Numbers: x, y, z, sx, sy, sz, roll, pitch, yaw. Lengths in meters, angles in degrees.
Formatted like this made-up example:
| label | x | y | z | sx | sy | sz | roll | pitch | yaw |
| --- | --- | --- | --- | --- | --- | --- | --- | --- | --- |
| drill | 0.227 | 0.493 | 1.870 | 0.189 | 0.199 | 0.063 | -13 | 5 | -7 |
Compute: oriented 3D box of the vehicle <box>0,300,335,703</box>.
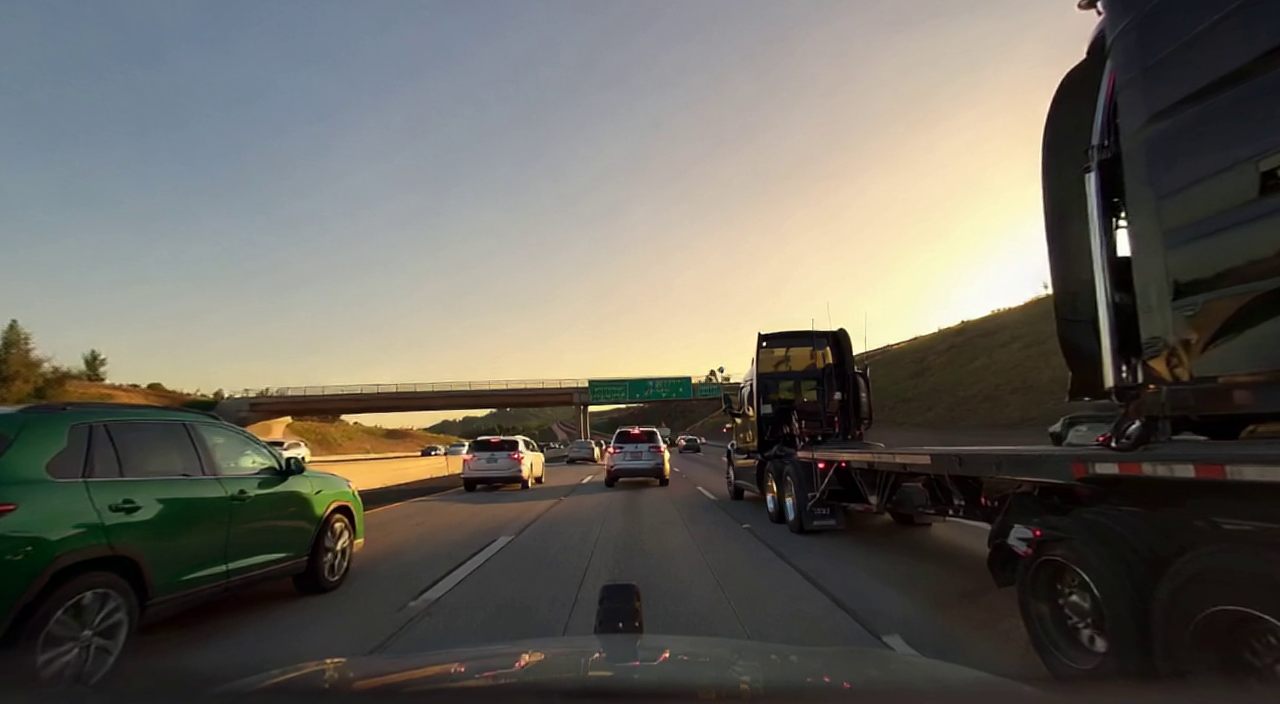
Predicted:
| label | x | y | z | sx | sy | sz | roll | pitch | yaw |
| --- | --- | --- | --- | --- | --- | --- | --- | --- | --- |
| vehicle | -3.315 | 0.715 | 2.051 | 2.193 | 1.803 | 4.958 | 0 | -8 | -1 |

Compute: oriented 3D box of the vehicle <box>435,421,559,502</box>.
| label | x | y | z | sx | sy | sz | roll | pitch | yaw |
| --- | --- | --- | --- | --- | --- | --- | --- | --- | --- |
| vehicle | -3.550 | 2.837 | 16.663 | 2.120 | 1.812 | 4.659 | 0 | -8 | 1 |

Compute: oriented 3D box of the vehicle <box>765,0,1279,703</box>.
| label | x | y | z | sx | sy | sz | roll | pitch | yaw |
| --- | --- | --- | --- | --- | --- | --- | --- | --- | --- |
| vehicle | 3.557 | -0.394 | 2.608 | 2.852 | 4.121 | 16.210 | 0 | -8 | 0 |

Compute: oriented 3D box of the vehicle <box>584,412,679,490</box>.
| label | x | y | z | sx | sy | sz | roll | pitch | yaw |
| --- | --- | --- | --- | --- | --- | --- | --- | --- | --- |
| vehicle | -0.290 | 3.259 | 20.994 | 2.704 | 2.216 | 5.804 | 0 | -8 | -1 |
